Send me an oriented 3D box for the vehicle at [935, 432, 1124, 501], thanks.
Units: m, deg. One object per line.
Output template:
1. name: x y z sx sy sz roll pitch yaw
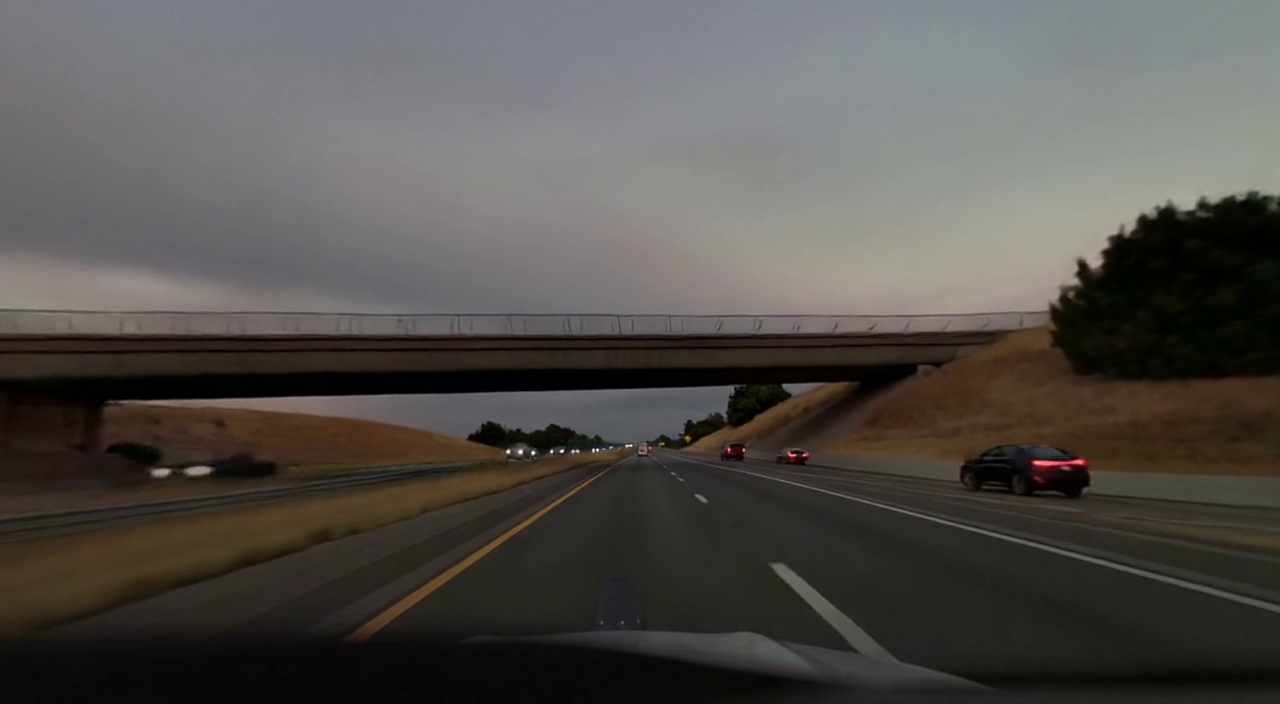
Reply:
1. vehicle: 13.521 3.971 22.422 2.533 2.111 5.525 2 -9 -11

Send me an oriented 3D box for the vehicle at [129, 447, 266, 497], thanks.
1. vehicle: -16.748 4.522 24.087 1.985 1.694 4.333 0 -8 1

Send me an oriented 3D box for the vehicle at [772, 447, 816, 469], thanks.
1. vehicle: 11.179 7.701 45.835 1.927 1.472 4.076 0 -8 -3
